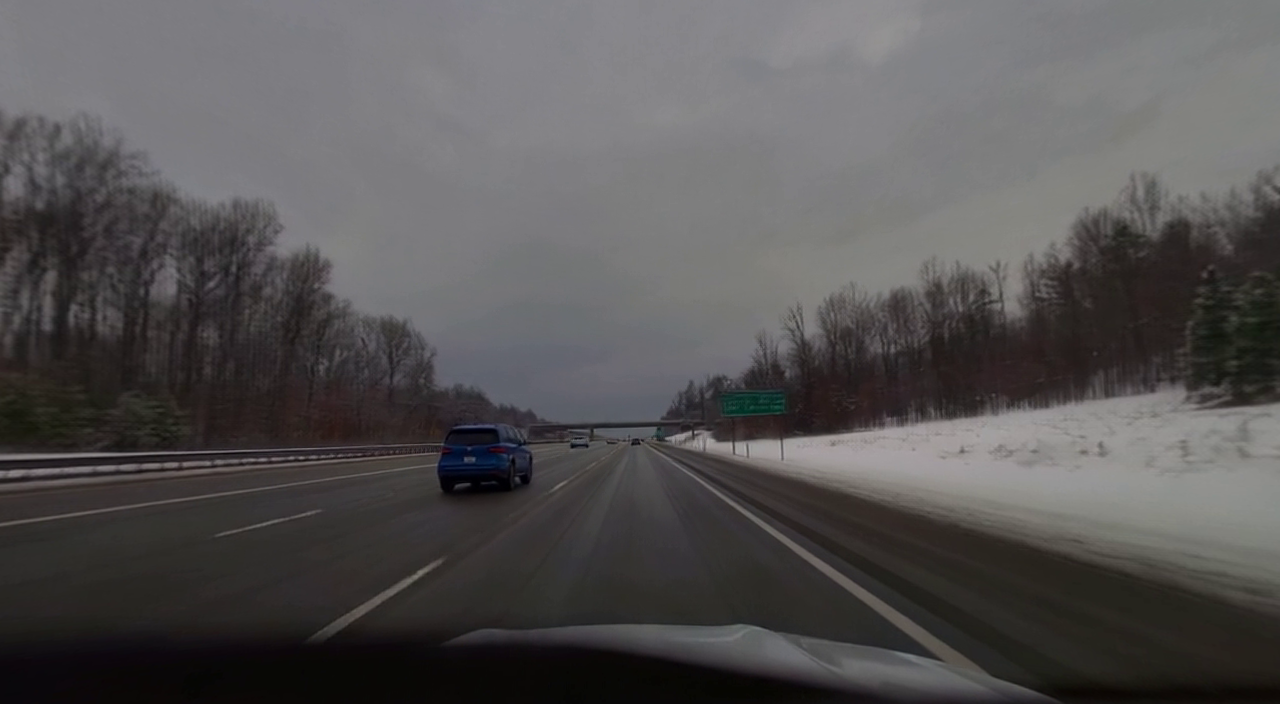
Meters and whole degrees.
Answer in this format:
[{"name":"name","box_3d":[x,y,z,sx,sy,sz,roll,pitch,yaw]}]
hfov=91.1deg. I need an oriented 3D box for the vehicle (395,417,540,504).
[{"name":"vehicle","box_3d":[-3.707,2.416,14.514,2.057,1.666,4.552,0,-8,0]}]
